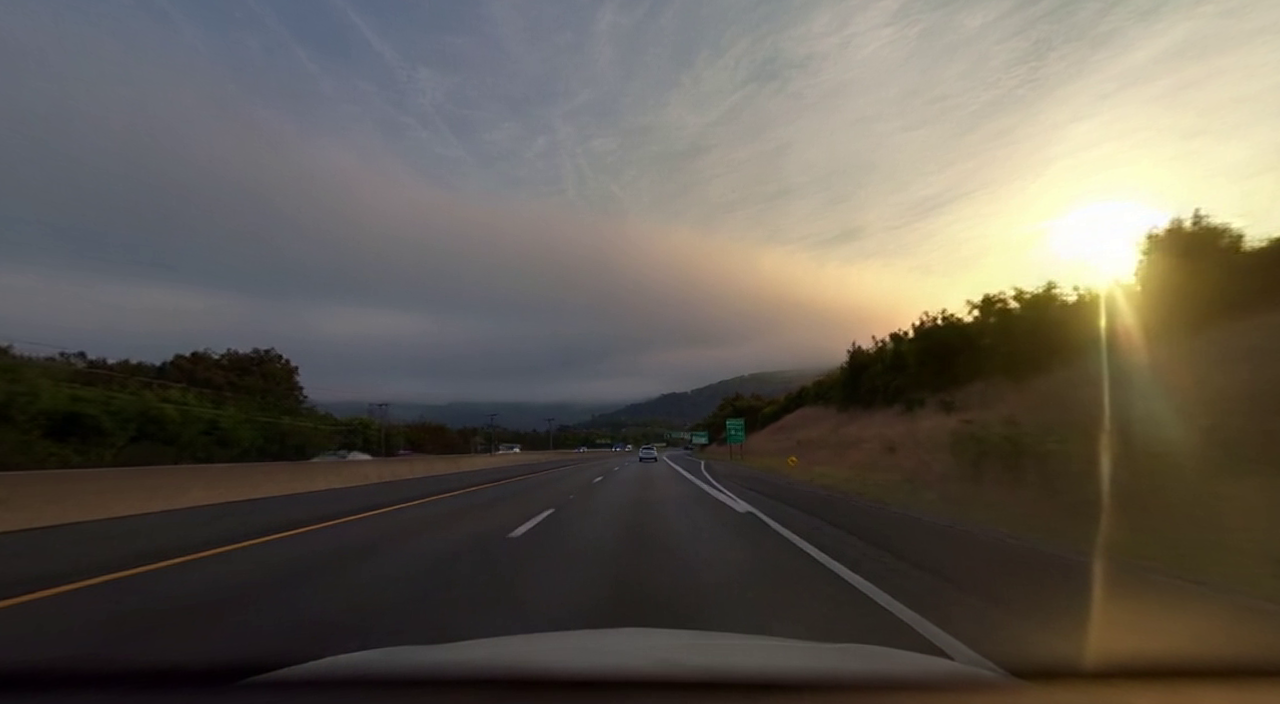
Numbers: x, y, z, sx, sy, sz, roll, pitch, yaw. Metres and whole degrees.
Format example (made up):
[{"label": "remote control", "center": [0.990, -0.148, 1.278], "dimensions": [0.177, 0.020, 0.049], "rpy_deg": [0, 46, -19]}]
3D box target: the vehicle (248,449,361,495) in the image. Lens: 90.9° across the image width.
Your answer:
[{"label": "vehicle", "center": [-12.998, 4.637, 24.778], "dimensions": [1.952, 1.577, 4.418], "rpy_deg": [0, -9, 0]}]
